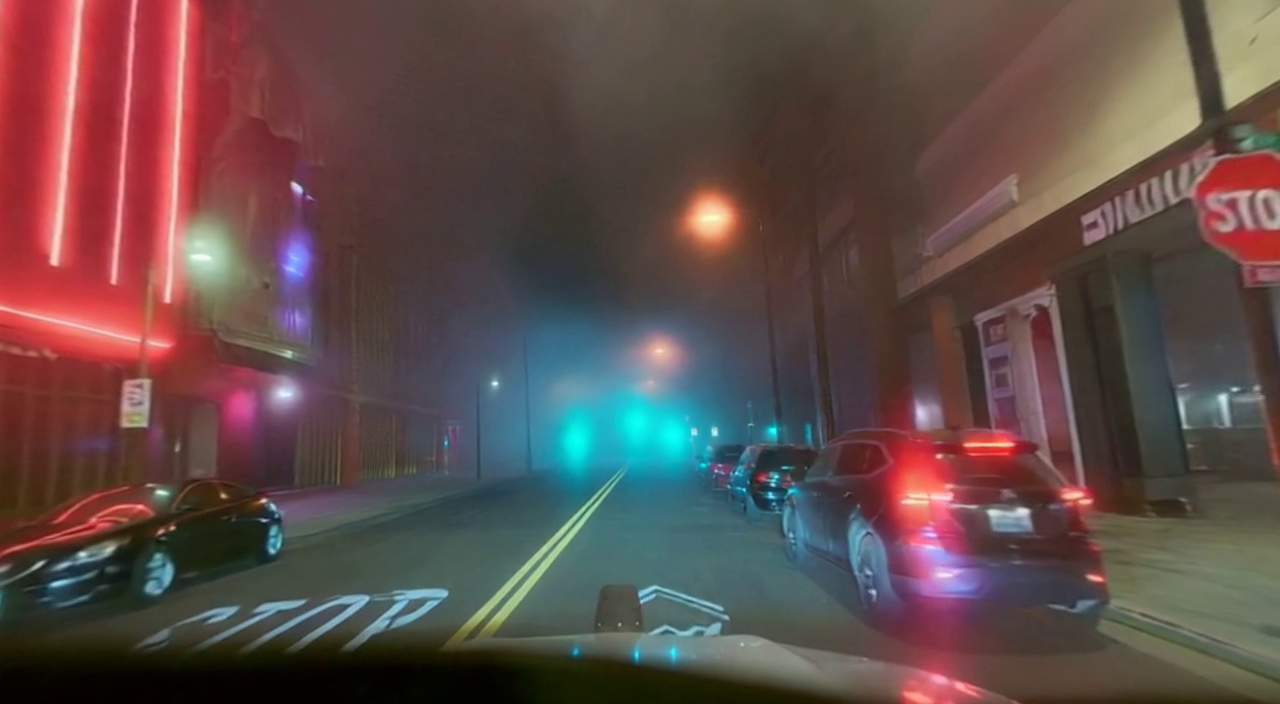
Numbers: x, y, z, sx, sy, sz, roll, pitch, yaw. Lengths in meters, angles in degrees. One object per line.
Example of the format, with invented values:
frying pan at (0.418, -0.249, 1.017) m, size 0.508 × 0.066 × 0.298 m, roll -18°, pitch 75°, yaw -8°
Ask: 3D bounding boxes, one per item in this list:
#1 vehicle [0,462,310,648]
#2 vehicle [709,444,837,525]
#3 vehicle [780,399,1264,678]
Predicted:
vehicle at (-5.746, 2.064, 7.318) m, size 1.864 × 1.447 × 3.887 m, roll 0°, pitch -9°, yaw -3°
vehicle at (2.679, 2.760, 13.793) m, size 1.759 × 1.472 × 4.304 m, roll 0°, pitch -9°, yaw -1°
vehicle at (2.825, 1.474, 6.170) m, size 1.917 × 1.680 × 4.500 m, roll 0°, pitch -9°, yaw 1°
